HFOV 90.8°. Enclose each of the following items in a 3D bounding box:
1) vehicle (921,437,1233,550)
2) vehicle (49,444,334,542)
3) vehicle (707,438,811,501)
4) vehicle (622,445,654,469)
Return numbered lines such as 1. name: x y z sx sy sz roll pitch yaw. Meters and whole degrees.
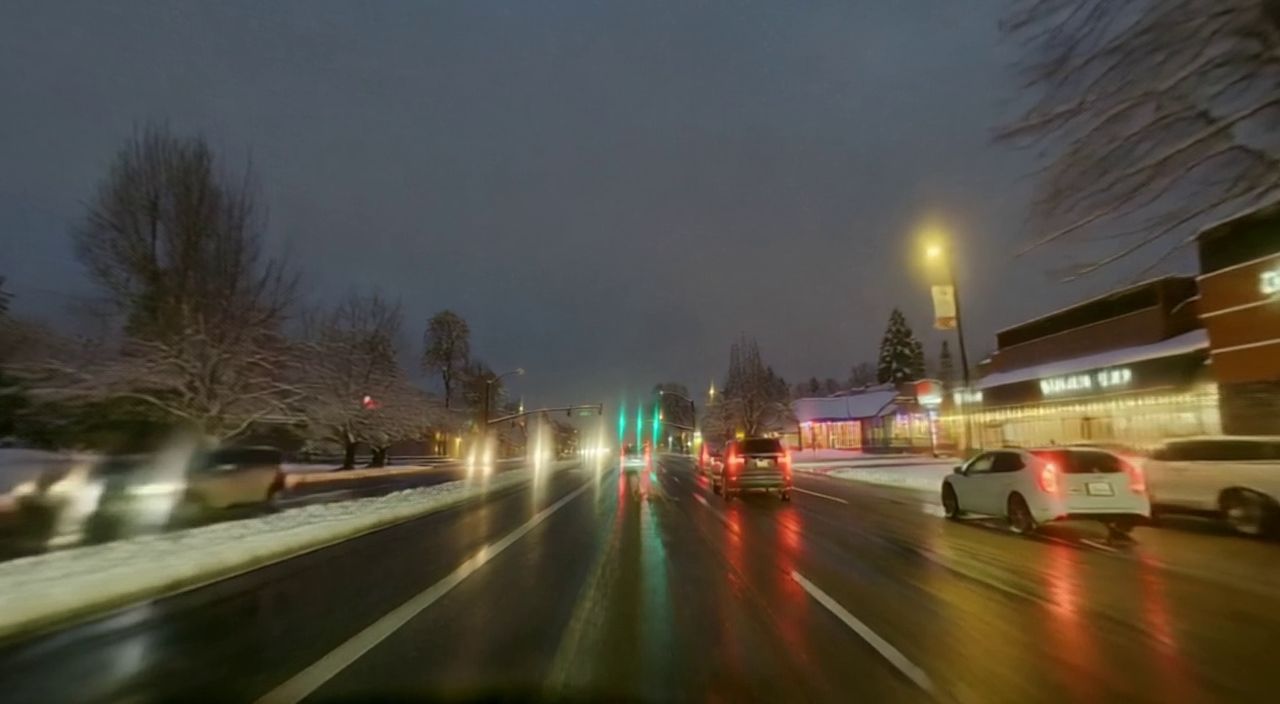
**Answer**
1. vehicle: 6.782 2.202 10.633 1.952 1.449 4.544 0 -8 0
2. vehicle: -8.244 2.578 12.402 2.050 1.499 4.816 0 -8 0
3. vehicle: 3.253 3.309 18.264 2.072 1.545 4.578 0 -8 -1
4. vehicle: -0.131 6.961 41.991 2.052 1.461 4.324 0 -8 0
